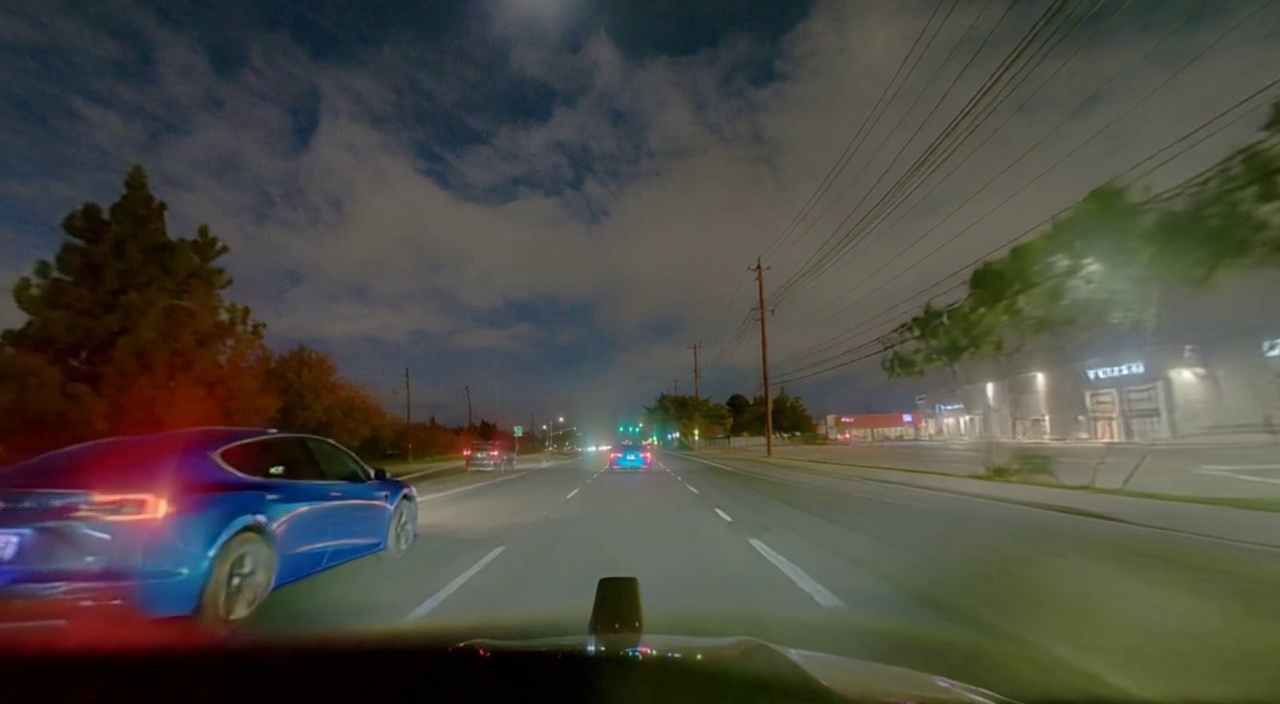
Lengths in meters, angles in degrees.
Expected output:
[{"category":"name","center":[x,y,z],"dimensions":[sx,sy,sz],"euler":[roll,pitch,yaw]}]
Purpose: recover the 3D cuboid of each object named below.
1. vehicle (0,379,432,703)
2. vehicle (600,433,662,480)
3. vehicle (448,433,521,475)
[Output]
[{"category":"vehicle","center":[-3.572,1.283,5.216],"dimensions":[1.985,1.607,4.892],"euler":[0,-8,1]},{"category":"vehicle","center":[-0.324,4.025,24.555],"dimensions":[2.189,1.652,4.135],"euler":[0,-8,0]},{"category":"vehicle","center":[-7.276,4.834,30.090],"dimensions":[2.203,1.819,4.547],"euler":[0,-8,1]}]
